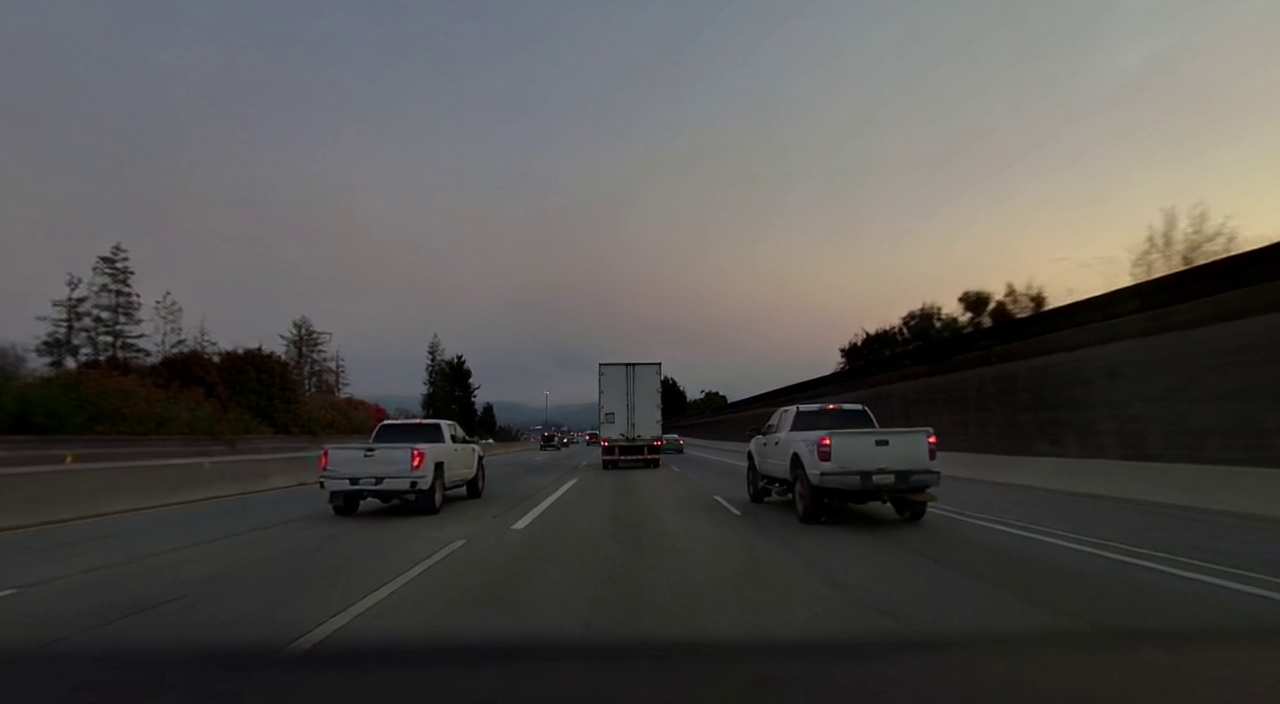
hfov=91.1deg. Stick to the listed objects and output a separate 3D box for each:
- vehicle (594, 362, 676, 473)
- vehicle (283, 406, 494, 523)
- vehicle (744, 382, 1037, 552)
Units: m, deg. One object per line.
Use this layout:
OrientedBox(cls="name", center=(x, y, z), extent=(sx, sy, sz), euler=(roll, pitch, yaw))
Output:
OrientedBox(cls="vehicle", center=(-0.525, 3.008, 27.484), extent=(2.904, 3.915, 10.473), euler=(0, -8, -4))
OrientedBox(cls="vehicle", center=(-4.300, 1.987, 11.713), extent=(2.134, 1.752, 4.375), euler=(0, -8, 0))
OrientedBox(cls="vehicle", center=(3.155, 1.580, 9.383), extent=(2.118, 1.832, 4.901), euler=(0, -8, -3))
